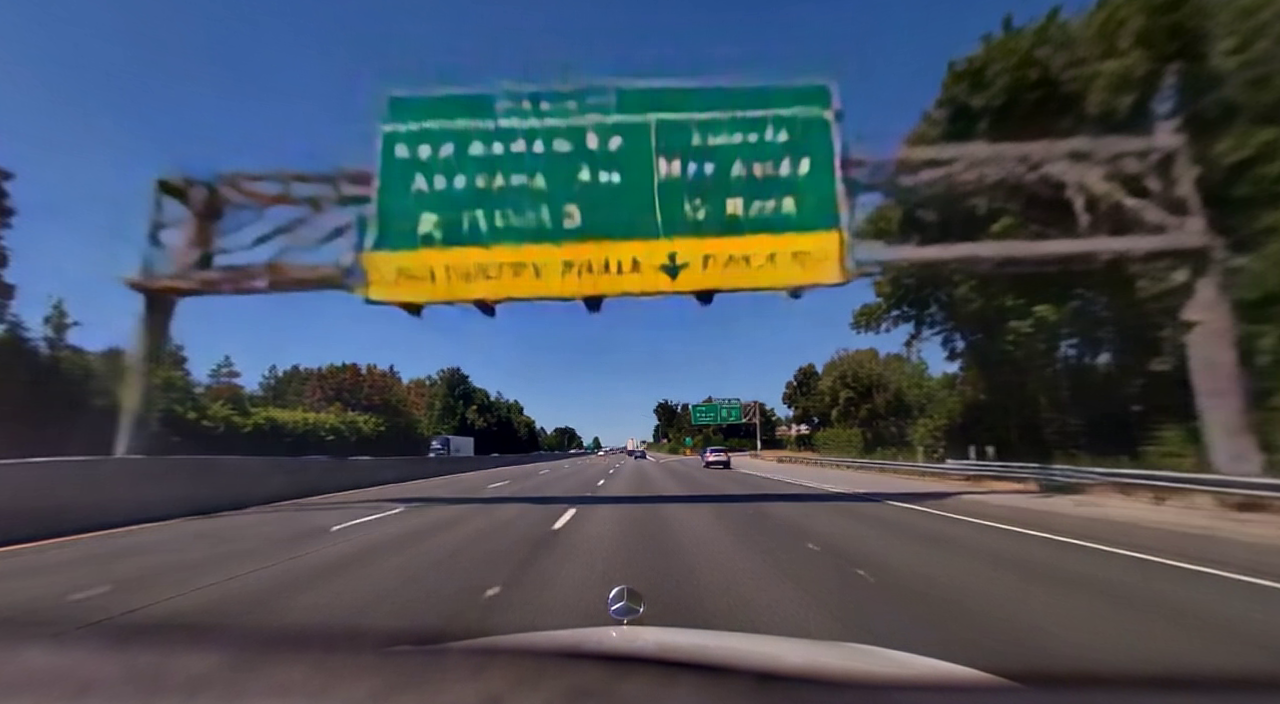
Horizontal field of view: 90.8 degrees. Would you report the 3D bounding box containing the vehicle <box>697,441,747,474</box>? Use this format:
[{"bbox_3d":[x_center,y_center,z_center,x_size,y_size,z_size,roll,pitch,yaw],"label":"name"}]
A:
[{"bbox_3d":[4.474,5.823,35.025,2.096,1.712,4.697,0,-9,0],"label":"vehicle"}]

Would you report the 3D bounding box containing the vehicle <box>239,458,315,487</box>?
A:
[{"bbox_3d":[-19.852,6.582,34.731,1.760,1.433,3.962,0,-9,1],"label":"vehicle"}]
